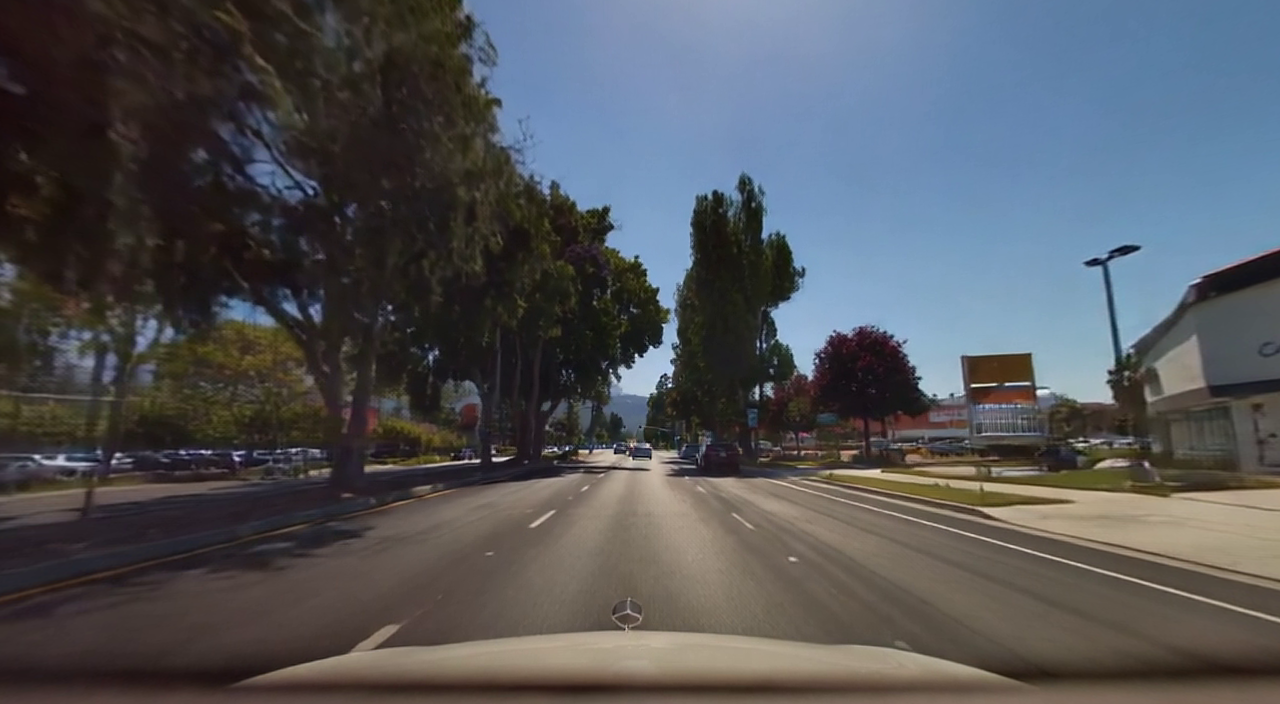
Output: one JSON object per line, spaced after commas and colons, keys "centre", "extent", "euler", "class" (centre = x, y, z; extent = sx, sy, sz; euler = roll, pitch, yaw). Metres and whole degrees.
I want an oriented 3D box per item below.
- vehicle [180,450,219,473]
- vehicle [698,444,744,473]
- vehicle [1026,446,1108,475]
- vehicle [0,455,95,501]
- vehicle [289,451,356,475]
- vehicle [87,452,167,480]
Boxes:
{"centre": [-32.812, 8.111, 47.035], "extent": [1.795, 1.567, 4.241], "euler": [5, -9, -28], "class": "vehicle"}
{"centre": [4.415, 5.850, 34.930], "extent": [1.916, 1.459, 4.335], "euler": [0, -8, -1], "class": "vehicle"}
{"centre": [26.509, 6.713, 39.322], "extent": [1.959, 1.646, 4.226], "euler": [1, -8, -4], "class": "vehicle"}
{"centre": [-22.700, 4.553, 22.894], "extent": [1.841, 1.510, 4.389], "euler": [-1, -8, 0], "class": "vehicle"}
{"centre": [-22.434, 7.858, 44.815], "extent": [2.111, 1.500, 5.131], "euler": [0, -8, -1], "class": "vehicle"}
{"centre": [-31.758, 7.040, 39.145], "extent": [1.732, 1.526, 3.827], "euler": [-1, -8, -1], "class": "vehicle"}
